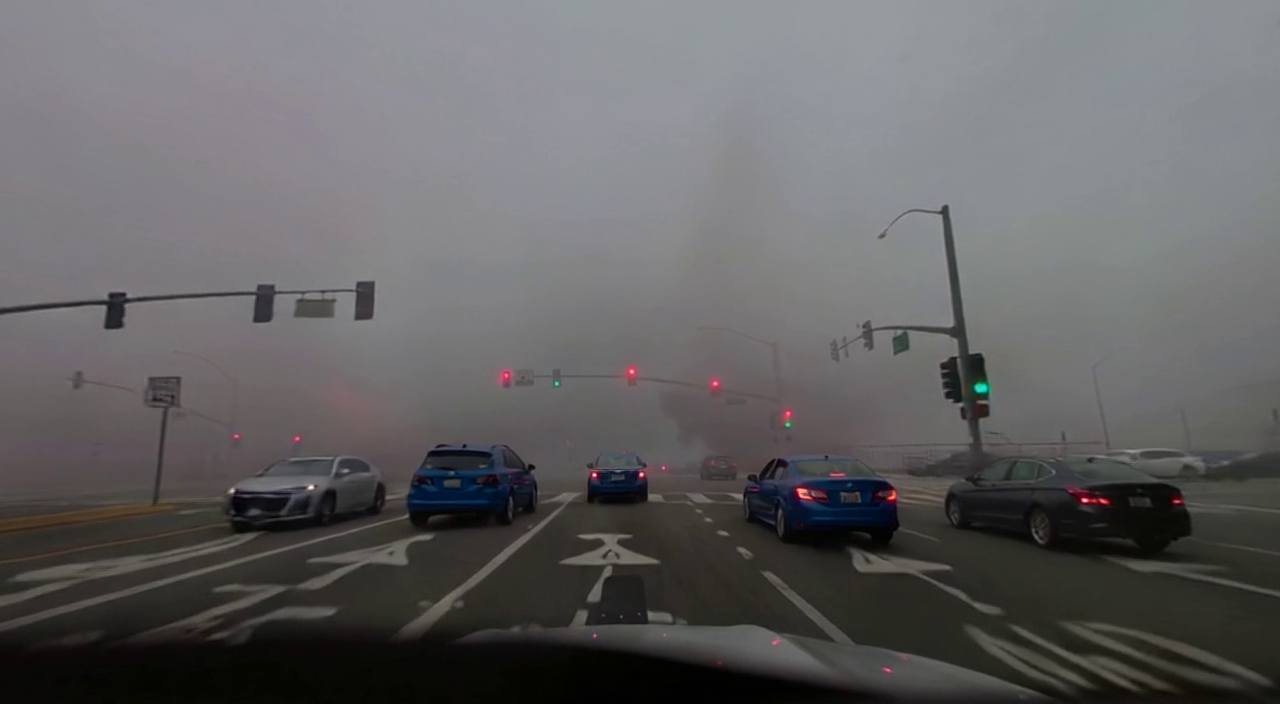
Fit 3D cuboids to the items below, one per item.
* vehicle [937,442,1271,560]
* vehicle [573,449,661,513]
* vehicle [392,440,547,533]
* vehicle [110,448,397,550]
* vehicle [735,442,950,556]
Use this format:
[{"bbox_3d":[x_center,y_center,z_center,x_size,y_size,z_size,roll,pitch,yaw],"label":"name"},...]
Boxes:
[{"bbox_3d":[6.887,2.207,10.195,2.004,1.455,4.417,0,-8,-1],"label":"vehicle"},{"bbox_3d":[-0.549,3.368,17.063,2.065,1.464,4.216,0,-8,0],"label":"vehicle"},{"bbox_3d":[-3.322,2.695,13.353,2.073,1.606,4.364,0,-8,0],"label":"vehicle"},{"bbox_3d":[-6.736,2.581,12.066,2.032,1.448,5.500,0,-8,0],"label":"vehicle"},{"bbox_3d":[3.039,2.298,10.698,2.053,1.490,4.464,0,-8,-1],"label":"vehicle"}]
